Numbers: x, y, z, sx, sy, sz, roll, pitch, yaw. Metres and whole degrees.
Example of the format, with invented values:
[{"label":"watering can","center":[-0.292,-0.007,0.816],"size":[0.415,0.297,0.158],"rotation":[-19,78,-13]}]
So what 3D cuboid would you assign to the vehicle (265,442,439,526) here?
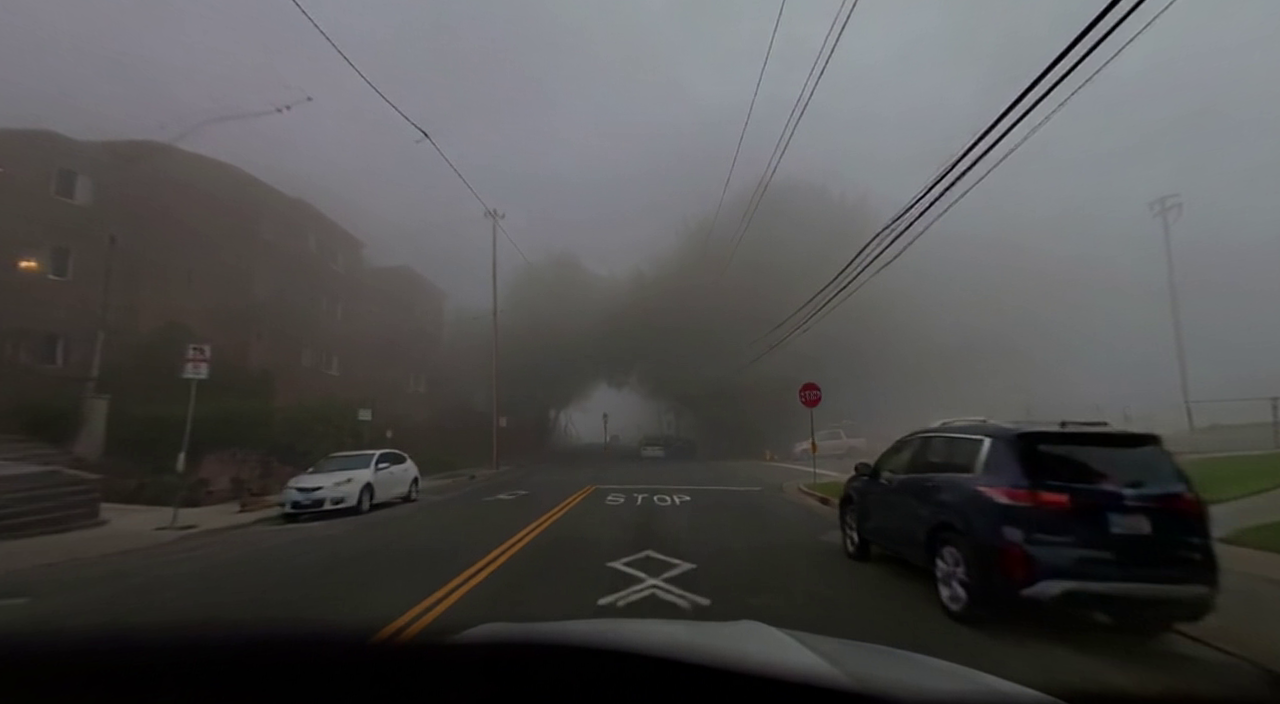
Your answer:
[{"label":"vehicle","center":[-6.411,2.934,14.741],"size":[1.922,1.505,4.502],"rotation":[-4,-8,1]}]

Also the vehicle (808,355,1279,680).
[{"label":"vehicle","center":[3.582,1.425,6.518],"size":[2.300,1.913,4.896],"rotation":[5,-8,0]}]
